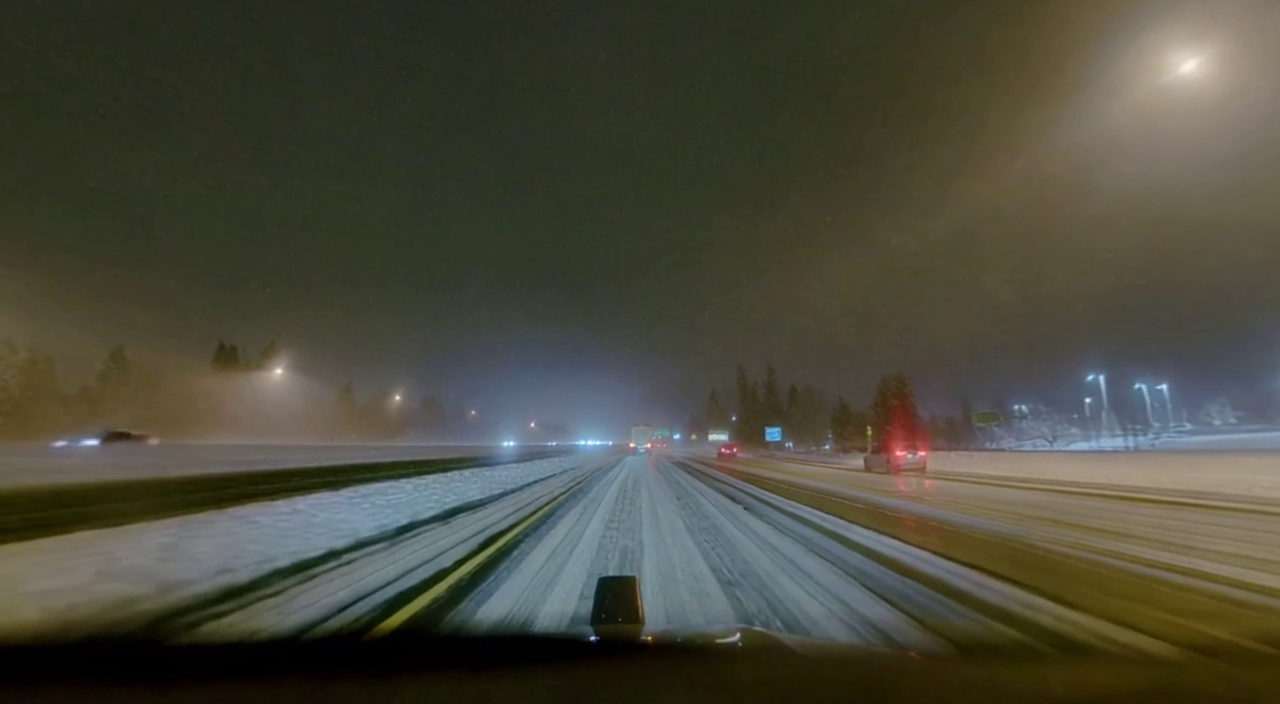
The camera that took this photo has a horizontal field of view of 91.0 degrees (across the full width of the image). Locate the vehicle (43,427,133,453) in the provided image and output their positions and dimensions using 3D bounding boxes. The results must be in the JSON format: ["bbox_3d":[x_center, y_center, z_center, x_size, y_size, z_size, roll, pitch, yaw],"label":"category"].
[{"bbox_3d":[-33.358,5.336,38.168,1.724,1.453,4.075,0,-8,0],"label":"vehicle"}]
